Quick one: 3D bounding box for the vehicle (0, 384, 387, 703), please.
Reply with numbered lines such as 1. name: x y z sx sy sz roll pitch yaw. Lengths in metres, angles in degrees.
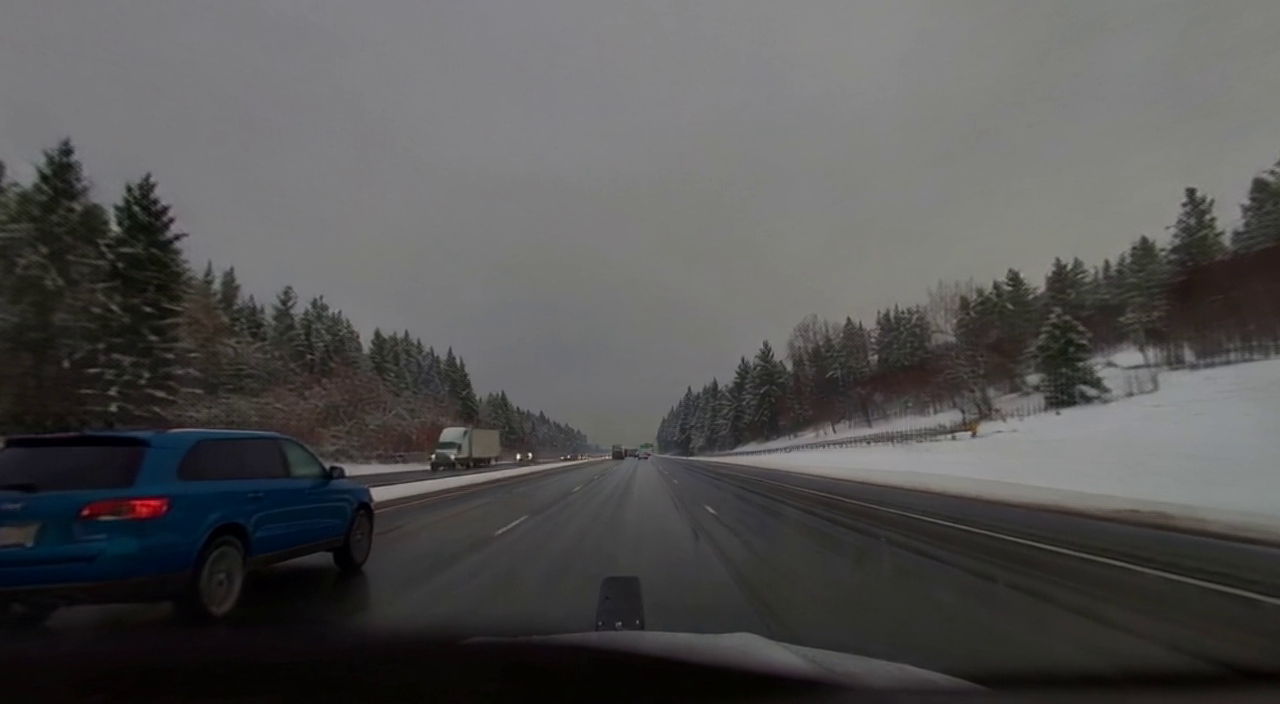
1. vehicle: -4.356 1.387 5.810 2.110 1.727 4.607 0 -9 0
